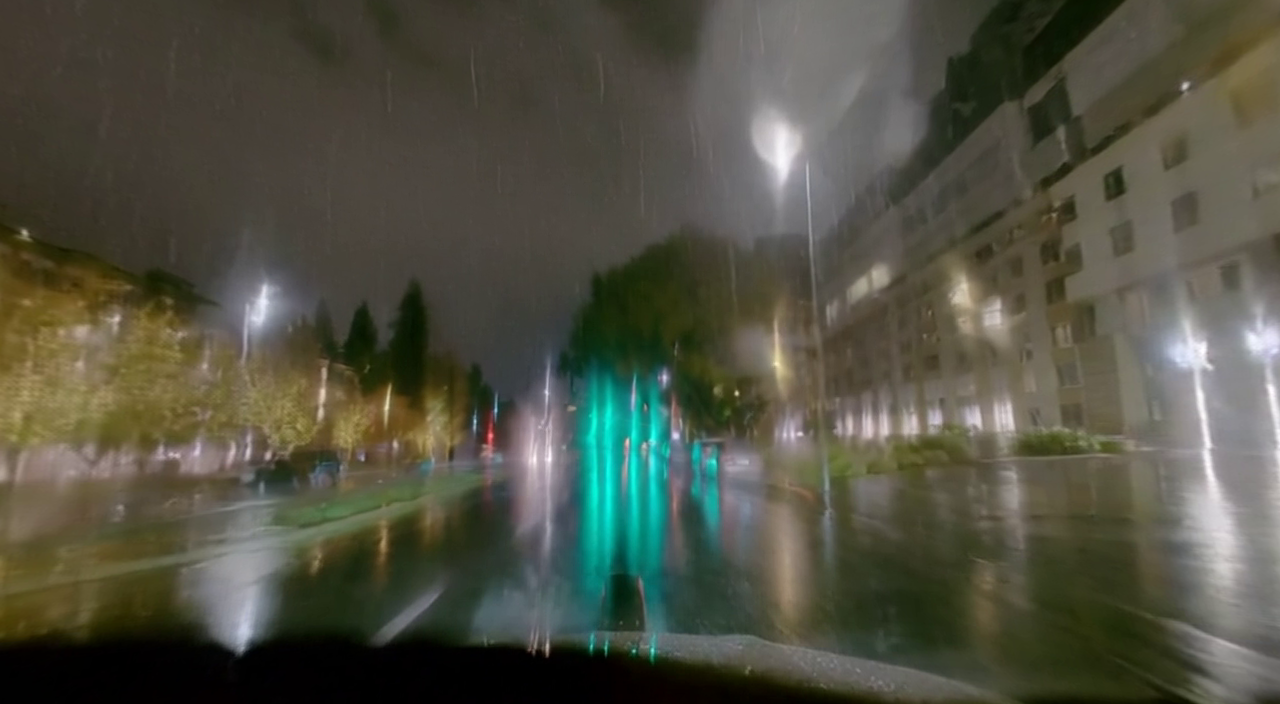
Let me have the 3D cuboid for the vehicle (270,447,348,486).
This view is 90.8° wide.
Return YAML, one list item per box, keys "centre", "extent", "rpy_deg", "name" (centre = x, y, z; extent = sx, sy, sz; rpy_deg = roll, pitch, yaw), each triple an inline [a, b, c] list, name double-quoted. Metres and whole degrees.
- centre: [-18.269, 6.285, 35.173]
  extent: [2.007, 1.806, 4.707]
  rpy_deg: [-4, -8, -2]
  name: "vehicle"

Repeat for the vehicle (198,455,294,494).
- centre: [-18.389, 5.718, 29.787]
  extent: [1.791, 1.461, 4.496]
  rpy_deg: [-4, -8, -2]
  name: "vehicle"

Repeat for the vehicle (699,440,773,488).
- centre: [3.252, 3.886, 22.248]
  extent: [1.924, 1.492, 4.587]
  rpy_deg: [0, -8, 0]
  name: "vehicle"
